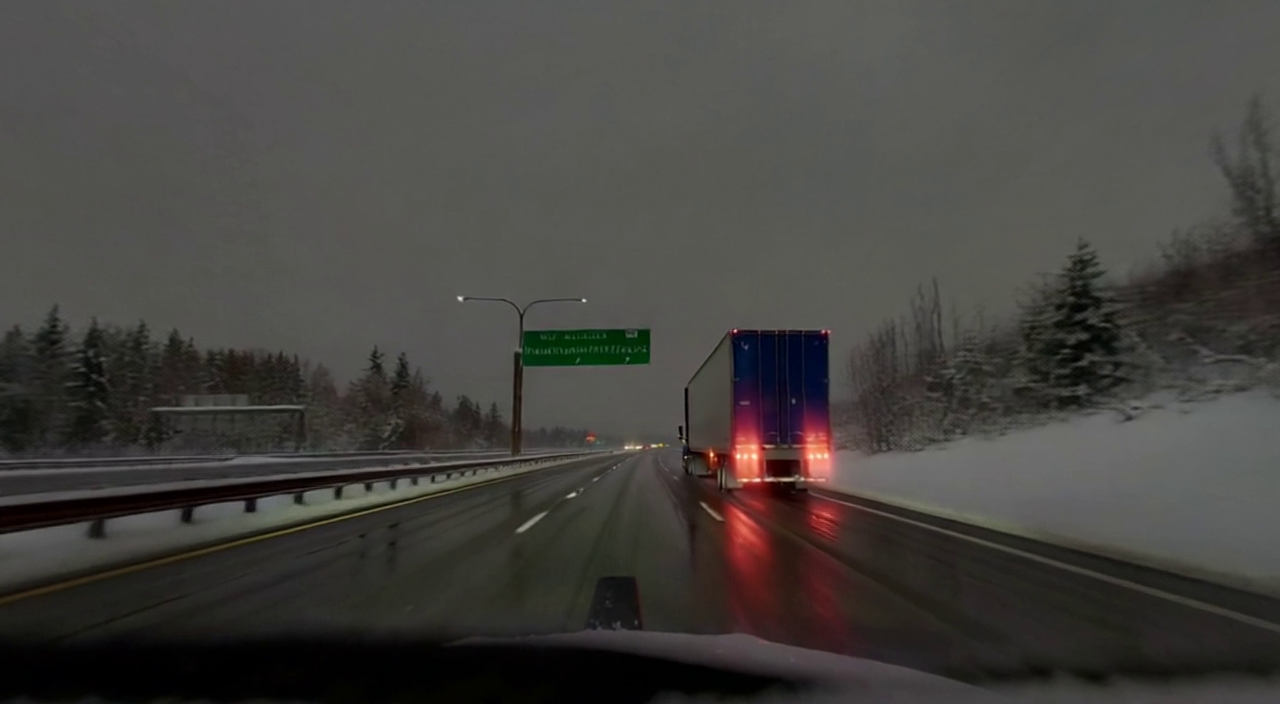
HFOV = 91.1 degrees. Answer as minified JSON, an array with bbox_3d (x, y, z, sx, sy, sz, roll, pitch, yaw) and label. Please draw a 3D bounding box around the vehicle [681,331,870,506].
[{"bbox_3d":[3.556,2.607,21.714,3.244,4.020,14.561,0,-9,0],"label":"vehicle"}]
